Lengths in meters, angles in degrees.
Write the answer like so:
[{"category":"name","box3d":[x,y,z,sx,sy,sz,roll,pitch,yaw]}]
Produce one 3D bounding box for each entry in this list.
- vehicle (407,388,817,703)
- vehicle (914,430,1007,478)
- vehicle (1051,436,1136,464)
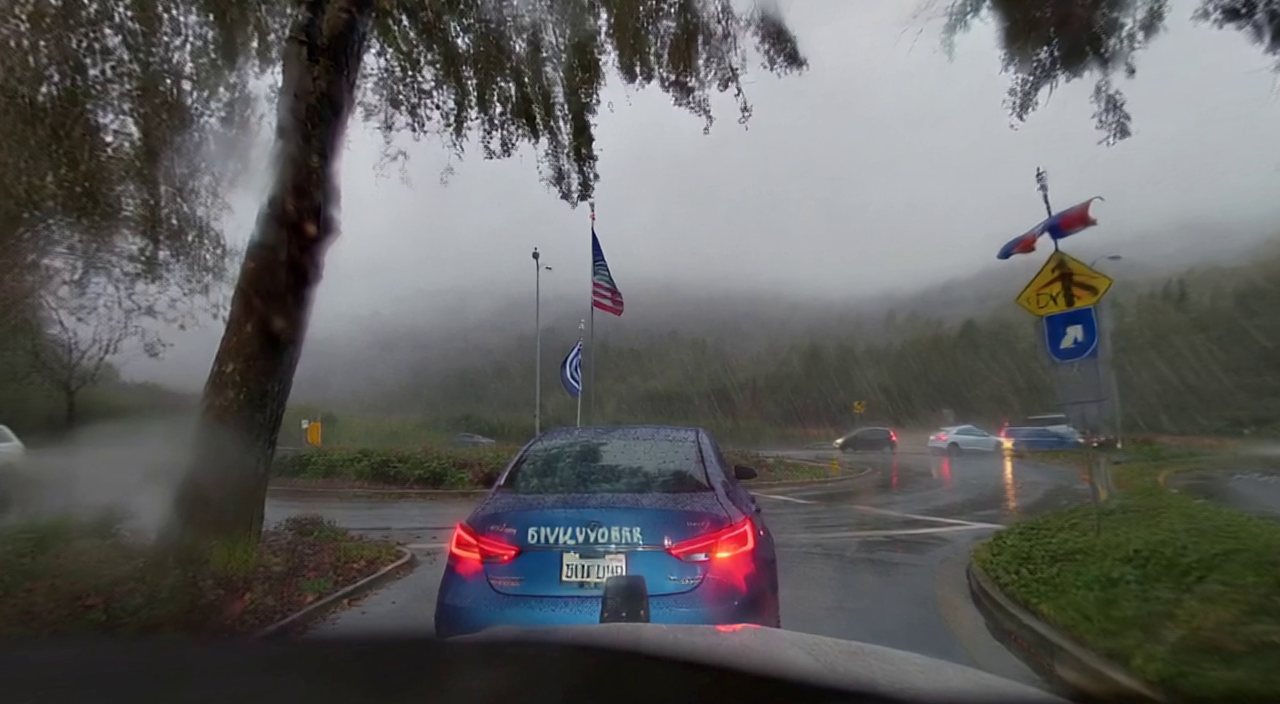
[{"category":"vehicle","box3d":[-0.066,1.318,5.283,2.078,1.607,4.010,-1,-9,3]},{"category":"vehicle","box3d":[12.669,3.984,24.783,2.132,1.691,4.485,-8,-12,40]},{"category":"vehicle","box3d":[24.839,5.369,34.496,4.147,1.475,1.850,4,-10,-25]}]
